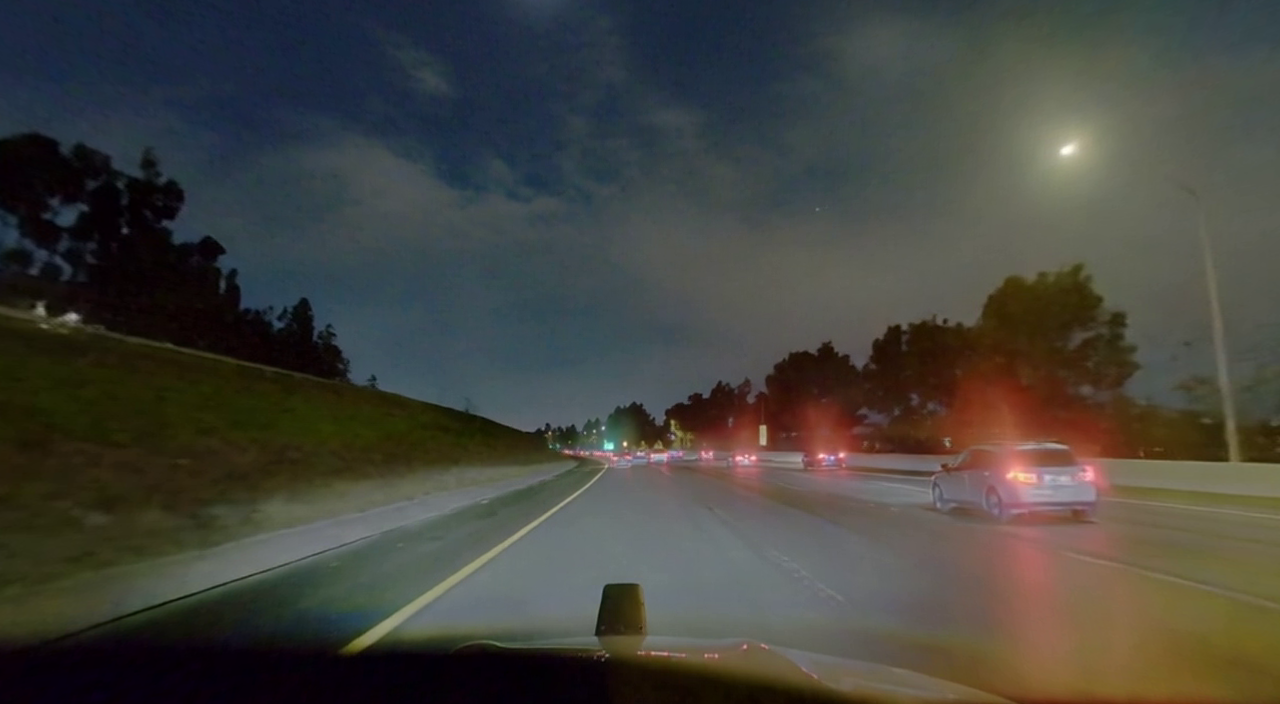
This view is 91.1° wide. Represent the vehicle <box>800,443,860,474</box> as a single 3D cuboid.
[{"bbox_3d":[10.610,5.947,35.366,1.986,1.644,4.126,1,-8,-2],"label":"vehicle"}]

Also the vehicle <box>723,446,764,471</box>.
[{"bbox_3d":[6.656,6.853,40.648,1.940,1.482,3.644,1,-8,-2],"label":"vehicle"}]

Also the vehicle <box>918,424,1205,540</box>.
[{"bbox_3d":[7.328,2.283,11.738,2.048,1.697,4.689,0,-8,-1],"label":"vehicle"}]
